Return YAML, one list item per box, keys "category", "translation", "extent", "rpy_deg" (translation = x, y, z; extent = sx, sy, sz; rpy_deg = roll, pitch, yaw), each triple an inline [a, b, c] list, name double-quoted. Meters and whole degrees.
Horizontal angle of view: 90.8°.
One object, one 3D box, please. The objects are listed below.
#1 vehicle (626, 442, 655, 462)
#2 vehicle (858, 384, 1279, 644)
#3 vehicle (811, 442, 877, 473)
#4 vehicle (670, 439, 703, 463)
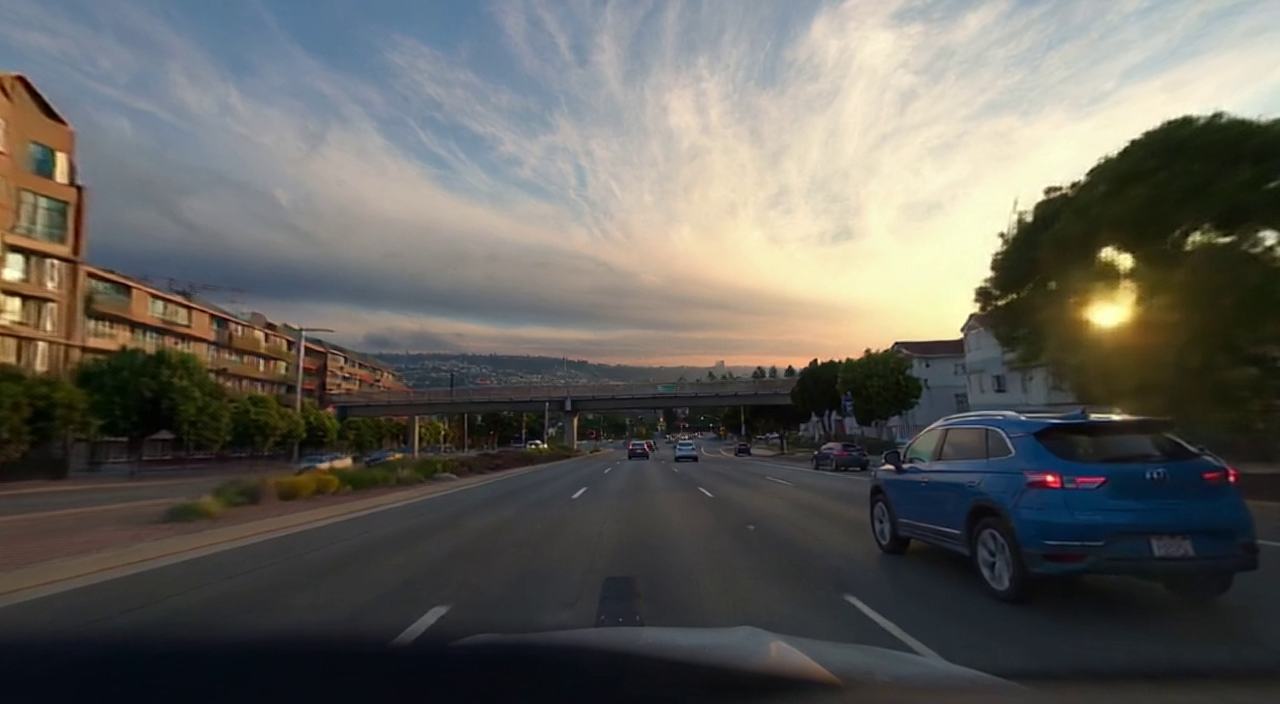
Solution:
- category: "vehicle"
  translation: [0.039, 7.878, 49.876]
  extent: [2.173, 1.498, 4.528]
  rpy_deg: [0, -8, 0]
- category: "vehicle"
  translation: [4.175, 1.424, 6.642]
  extent: [2.130, 1.741, 4.665]
  rpy_deg: [0, -8, 1]
- category: "vehicle"
  translation: [10.296, 5.327, 32.157]
  extent: [1.888, 1.468, 4.175]
  rpy_deg: [0, -8, -1]
- category: "vehicle"
  translation: [3.482, 7.483, 47.904]
  extent: [2.165, 1.708, 3.928]
  rpy_deg: [0, -8, 0]
